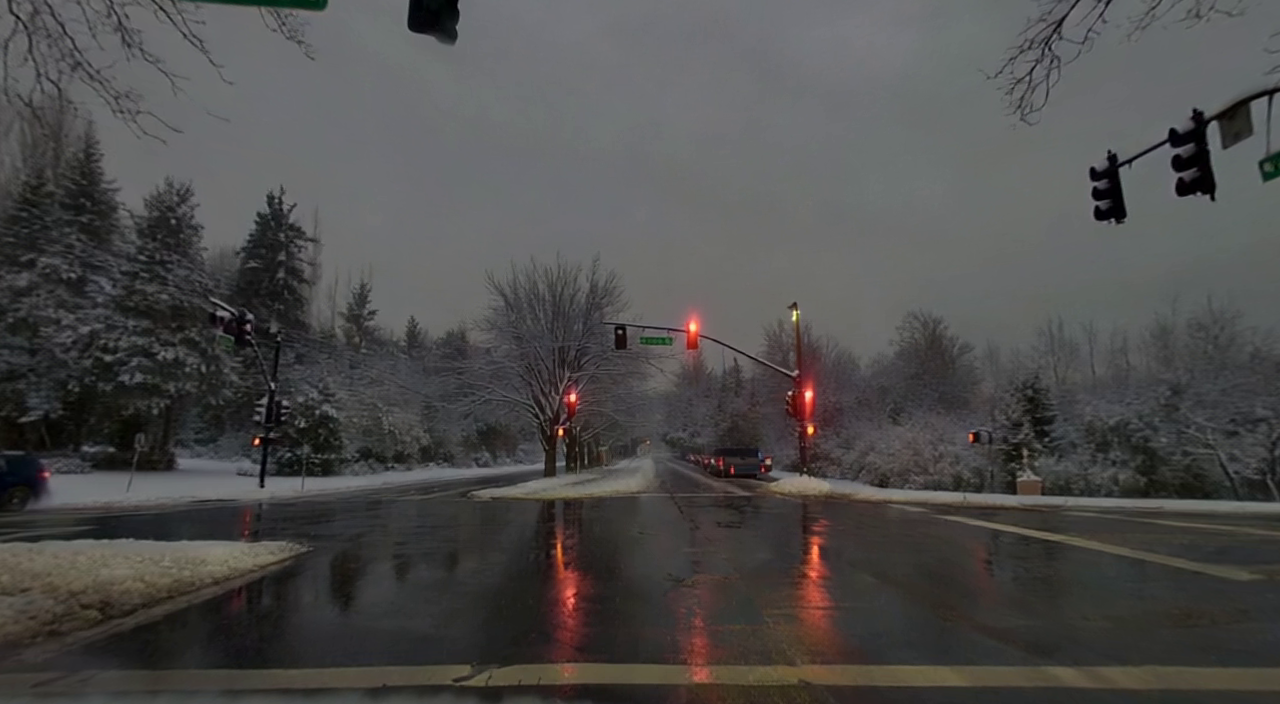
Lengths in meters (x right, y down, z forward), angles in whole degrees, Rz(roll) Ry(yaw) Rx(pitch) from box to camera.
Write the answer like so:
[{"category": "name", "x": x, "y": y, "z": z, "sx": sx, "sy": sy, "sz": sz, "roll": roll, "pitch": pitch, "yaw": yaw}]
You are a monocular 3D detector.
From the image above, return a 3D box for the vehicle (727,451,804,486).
[{"category": "vehicle", "x": 8.819, "y": 8.253, "z": 45.446, "sx": 2.771, "sy": 2.214, "sz": 7.159, "roll": 2, "pitch": -9, "yaw": -12}]
